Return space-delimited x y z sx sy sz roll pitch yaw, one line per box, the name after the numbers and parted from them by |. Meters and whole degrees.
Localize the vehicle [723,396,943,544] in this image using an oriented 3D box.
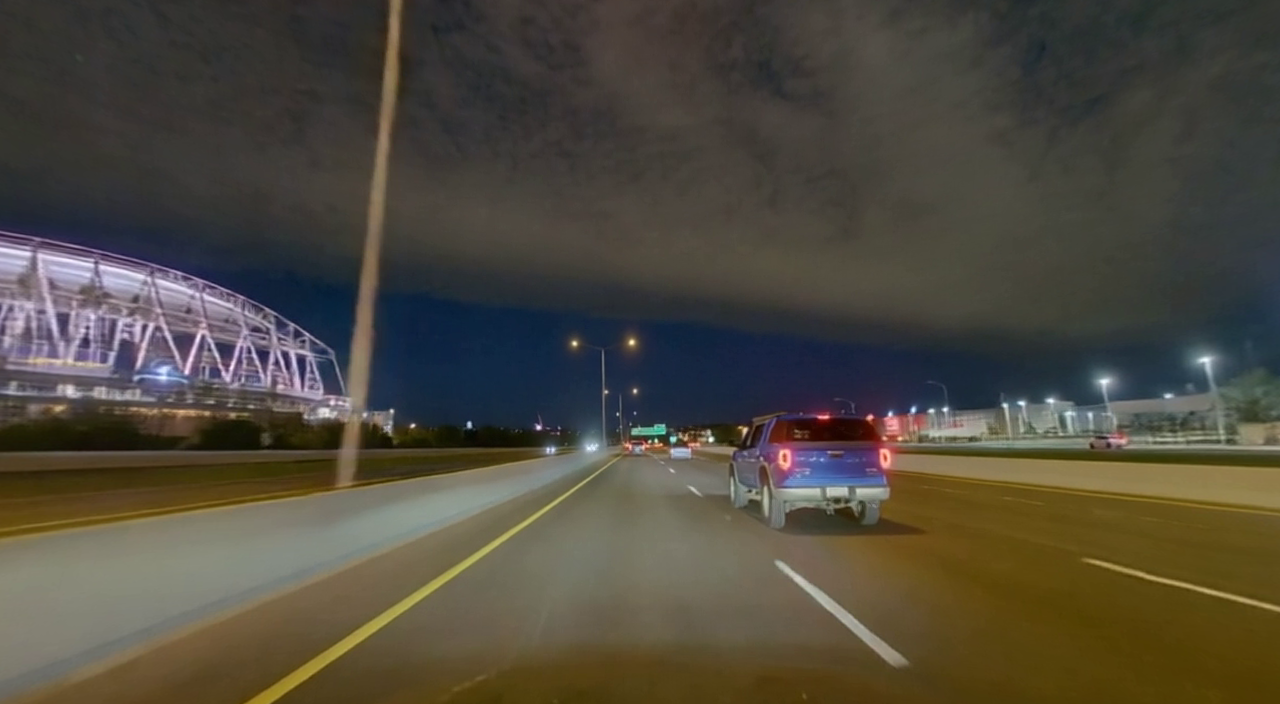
2.964 1.981 11.162 2.199 2.002 4.970 0 -9 -1 | vehicle

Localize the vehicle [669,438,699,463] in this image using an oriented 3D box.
3.237 7.339 47.243 1.973 1.774 4.092 0 -9 0 | vehicle
